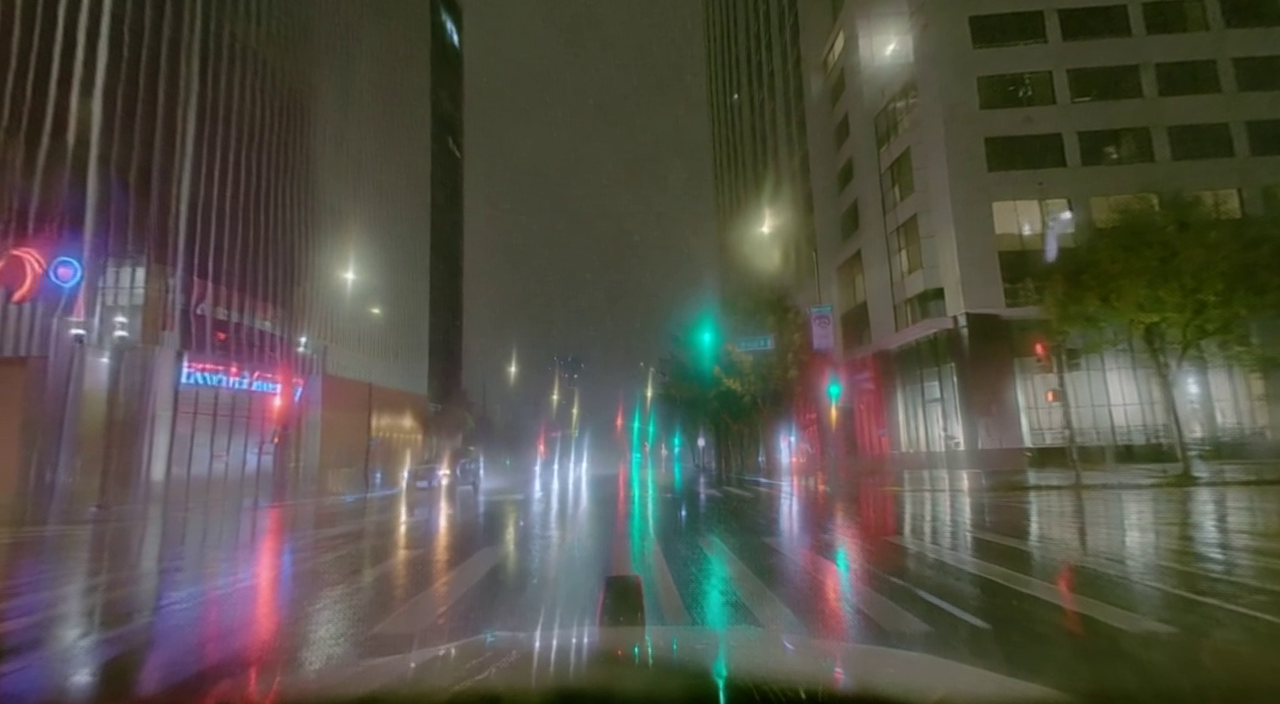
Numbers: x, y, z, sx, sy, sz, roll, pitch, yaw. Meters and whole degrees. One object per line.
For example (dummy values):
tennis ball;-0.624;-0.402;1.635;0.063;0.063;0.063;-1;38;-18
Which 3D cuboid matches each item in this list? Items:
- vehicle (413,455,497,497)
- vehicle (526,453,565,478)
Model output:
vehicle;-7.273;4.903;25.326;1.893;1.451;4.276;-1;-9;3
vehicle;-6.349;7.659;42.903;1.897;1.537;3.770;-1;-9;3
